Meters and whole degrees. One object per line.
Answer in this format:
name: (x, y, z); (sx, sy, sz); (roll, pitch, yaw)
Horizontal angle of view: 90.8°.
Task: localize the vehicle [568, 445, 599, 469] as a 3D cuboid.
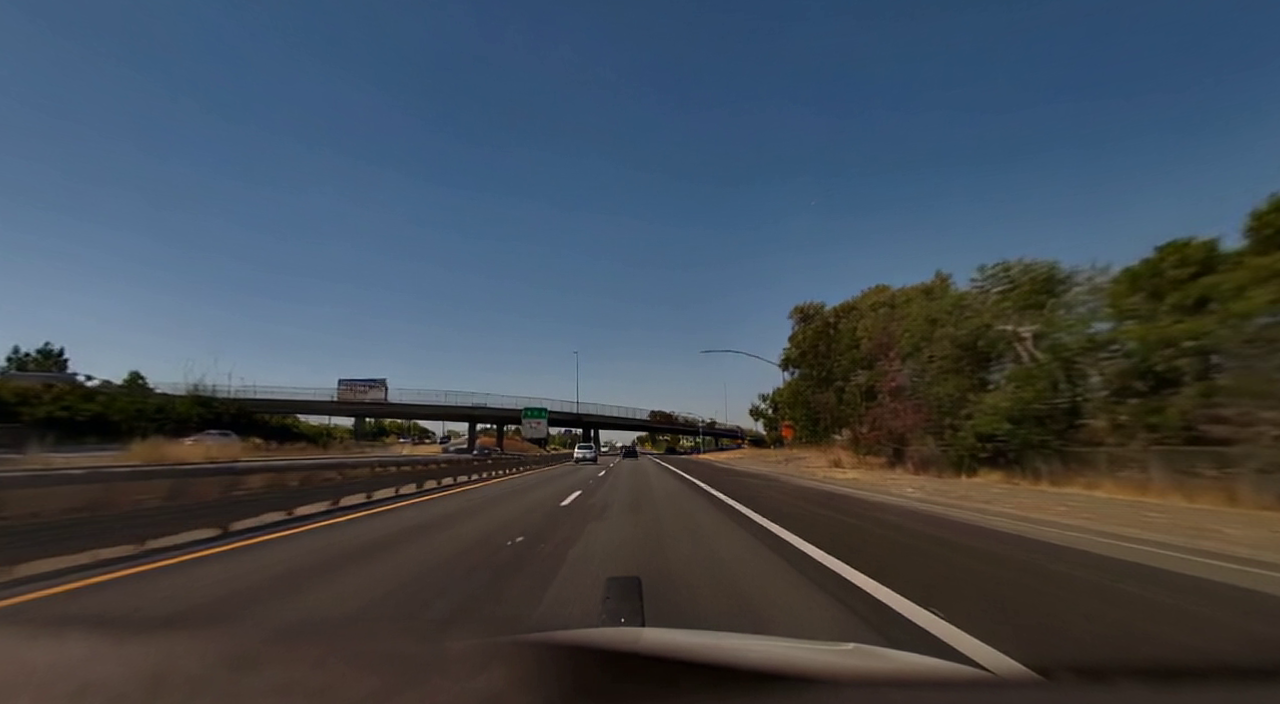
vehicle: (-3.925, 7.344, 44.246); (1.835, 1.531, 3.811); (0, -9, -1)
